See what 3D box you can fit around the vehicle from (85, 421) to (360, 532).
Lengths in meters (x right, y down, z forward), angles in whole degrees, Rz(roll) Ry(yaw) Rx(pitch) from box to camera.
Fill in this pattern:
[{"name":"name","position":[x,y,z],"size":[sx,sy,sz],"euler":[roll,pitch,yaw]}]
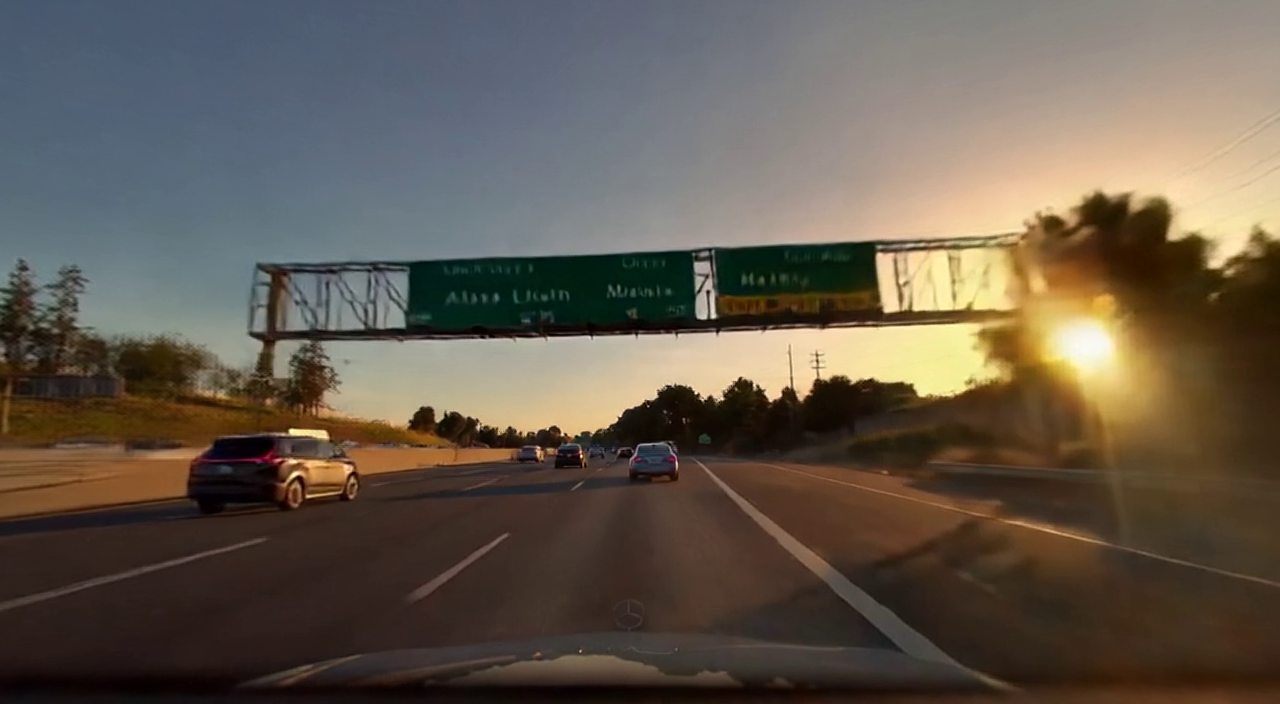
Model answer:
[{"name":"vehicle","position":[-7.916,2.404,12.805],"size":[2.206,1.788,4.914],"euler":[0,-8,0]}]

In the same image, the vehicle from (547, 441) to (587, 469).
[{"name":"vehicle","position":[-4.926,7.011,43.218],"size":[2.289,1.777,4.534],"euler":[0,-8,-2]}]

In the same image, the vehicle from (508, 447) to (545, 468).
[{"name":"vehicle","position":[-8.562,7.993,48.073],"size":[1.974,1.464,4.733],"euler":[0,-8,0]}]

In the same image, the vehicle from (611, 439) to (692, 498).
[{"name":"vehicle","position":[0.237,3.321,18.406],"size":[2.082,1.482,4.126],"euler":[0,-8,-2]}]
